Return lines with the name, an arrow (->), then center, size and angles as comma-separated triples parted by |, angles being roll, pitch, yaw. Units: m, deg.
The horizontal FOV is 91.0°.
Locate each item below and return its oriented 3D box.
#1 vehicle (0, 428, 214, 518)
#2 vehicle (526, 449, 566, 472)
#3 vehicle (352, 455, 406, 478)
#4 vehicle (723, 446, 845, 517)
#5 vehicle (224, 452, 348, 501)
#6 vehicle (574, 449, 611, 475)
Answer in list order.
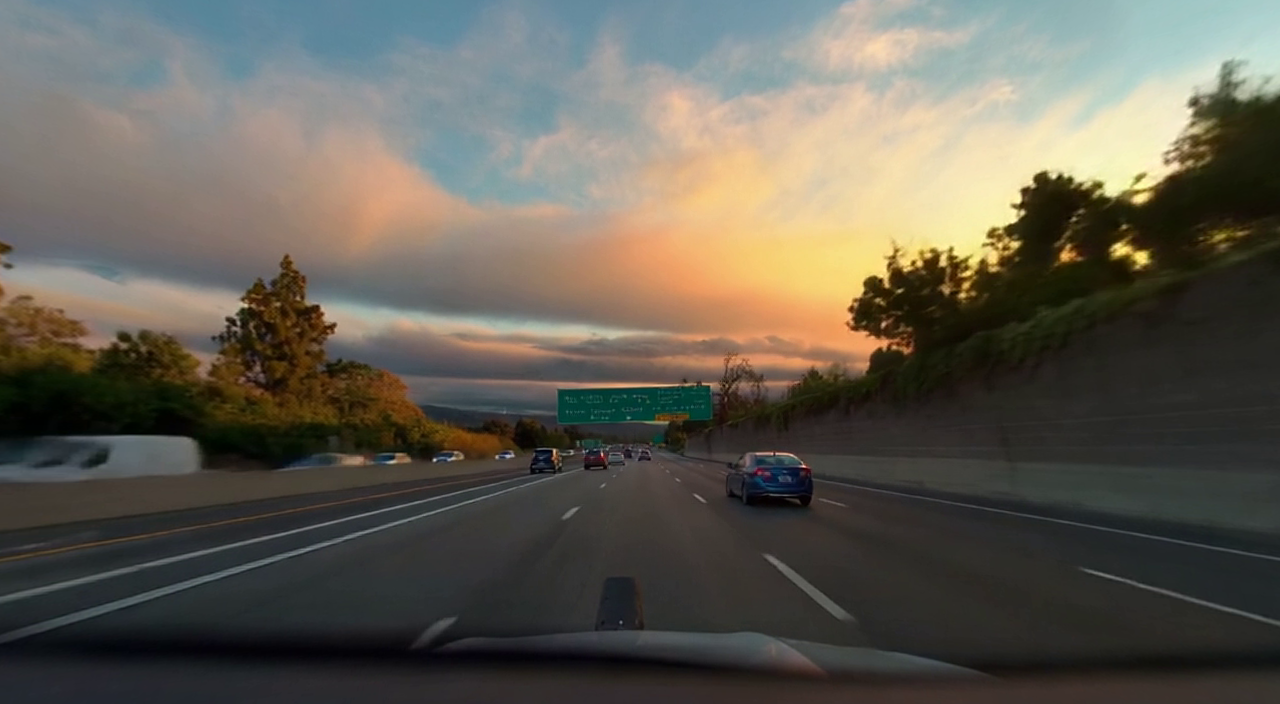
vehicle -> -14.796, 3.166, 17.137 | 2.313, 1.980, 5.831 | 0, -9, 0
vehicle -> -6.623, 7.675, 44.921 | 2.107, 1.541, 4.713 | 0, -9, 1
vehicle -> -18.131, 7.956, 43.920 | 1.921, 1.507, 4.050 | 0, -9, 1
vehicle -> 3.371, 3.102, 15.631 | 1.979, 1.486, 4.125 | 0, -9, -1
vehicle -> -11.506, 4.036, 20.772 | 1.868, 1.435, 3.659 | 0, -9, 1
vehicle -> -3.043, 7.102, 40.931 | 2.030, 1.563, 4.389 | 0, -9, 0
